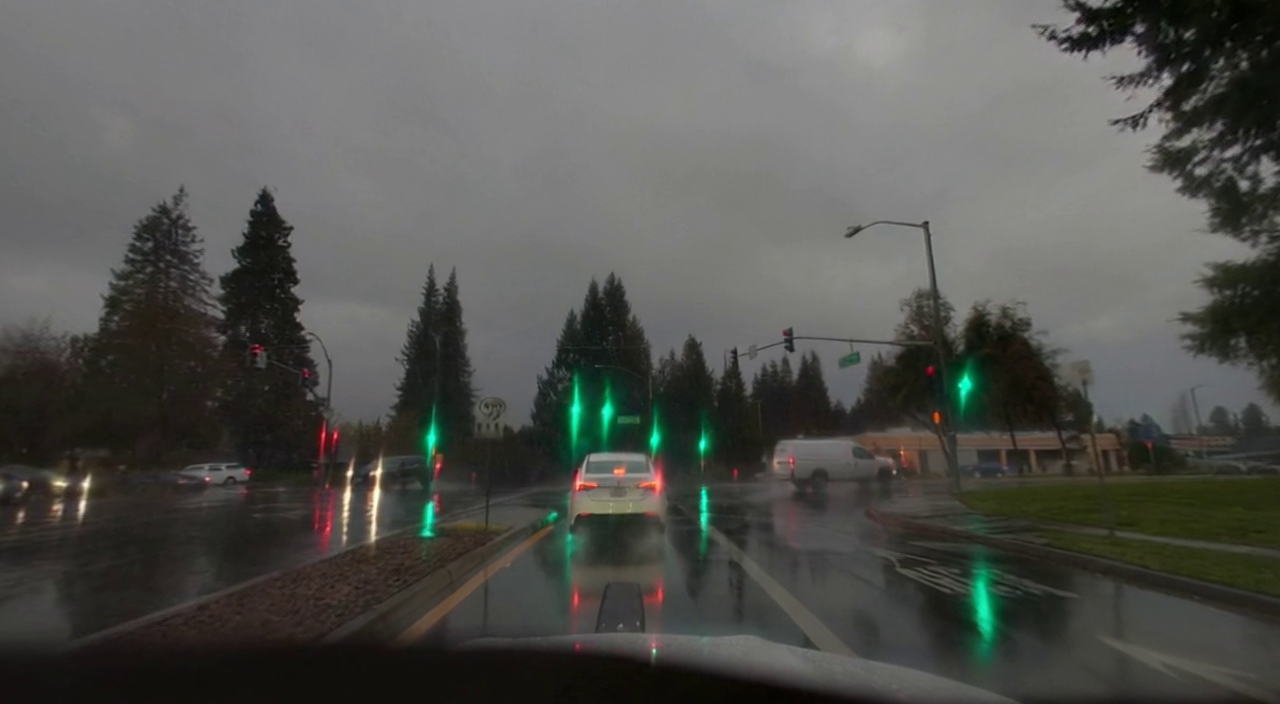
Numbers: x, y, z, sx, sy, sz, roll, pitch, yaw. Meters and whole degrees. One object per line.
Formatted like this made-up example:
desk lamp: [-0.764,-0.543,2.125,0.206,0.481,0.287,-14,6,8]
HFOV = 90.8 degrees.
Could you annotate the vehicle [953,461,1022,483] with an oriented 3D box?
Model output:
vehicle: [25.960,8.943,47.208,4.358,1.471,1.875,3,-9,-16]

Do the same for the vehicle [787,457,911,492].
vehicle: [9.331,5.484,28.472,4.838,1.449,2.077,1,-9,-7]

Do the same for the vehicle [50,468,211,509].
vehicle: [-20.067,5.375,25.102,4.548,1.449,1.802,2,-9,-14]

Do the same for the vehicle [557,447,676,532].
vehicle: [-0.521,2.766,13.386,2.112,1.479,4.264,0,-8,-3]

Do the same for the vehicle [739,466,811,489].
vehicle: [9.061,8.412,42.524,4.254,1.359,1.895,2,-9,-16]

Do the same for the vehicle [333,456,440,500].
vehicle: [-11.643,5.734,29.009,4.355,1.789,2.175,-5,-10,28]
